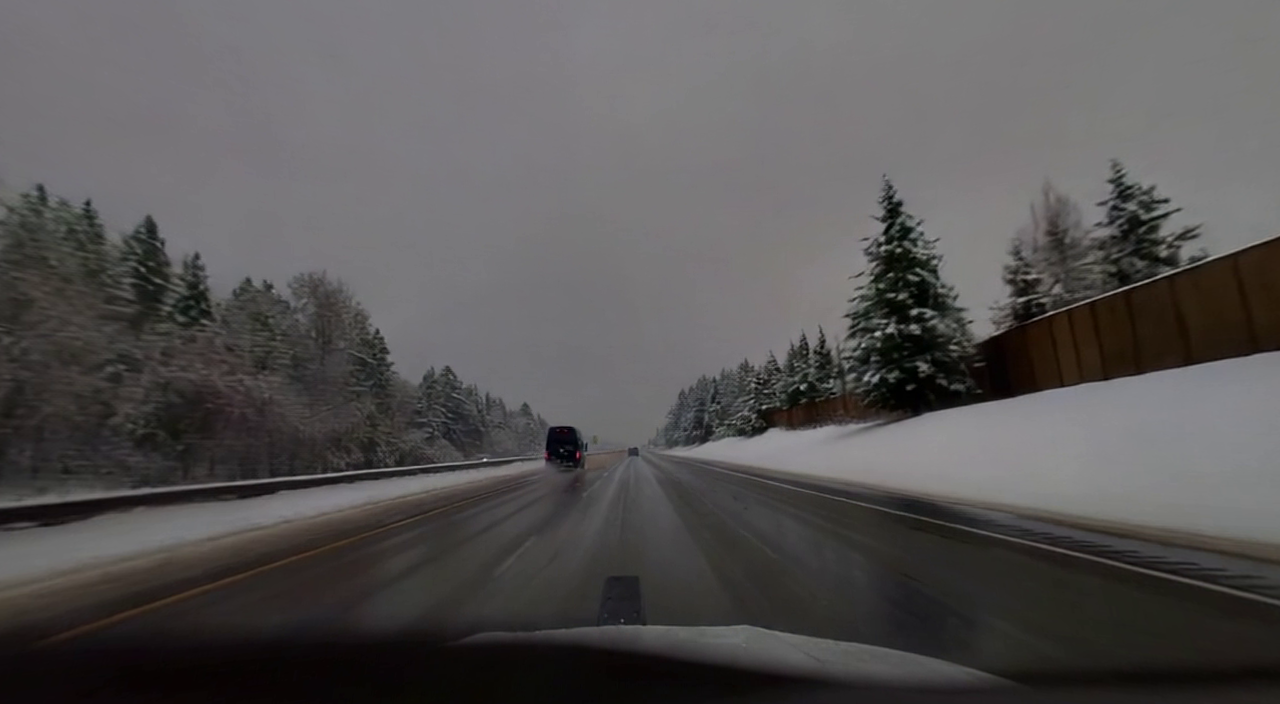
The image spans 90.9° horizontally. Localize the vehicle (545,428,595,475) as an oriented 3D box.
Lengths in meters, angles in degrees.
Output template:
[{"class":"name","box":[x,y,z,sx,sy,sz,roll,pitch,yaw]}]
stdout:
[{"class":"vehicle","box":[-4.014,5.878,37.172,2.305,2.517,5.486,0,-9,0]}]
